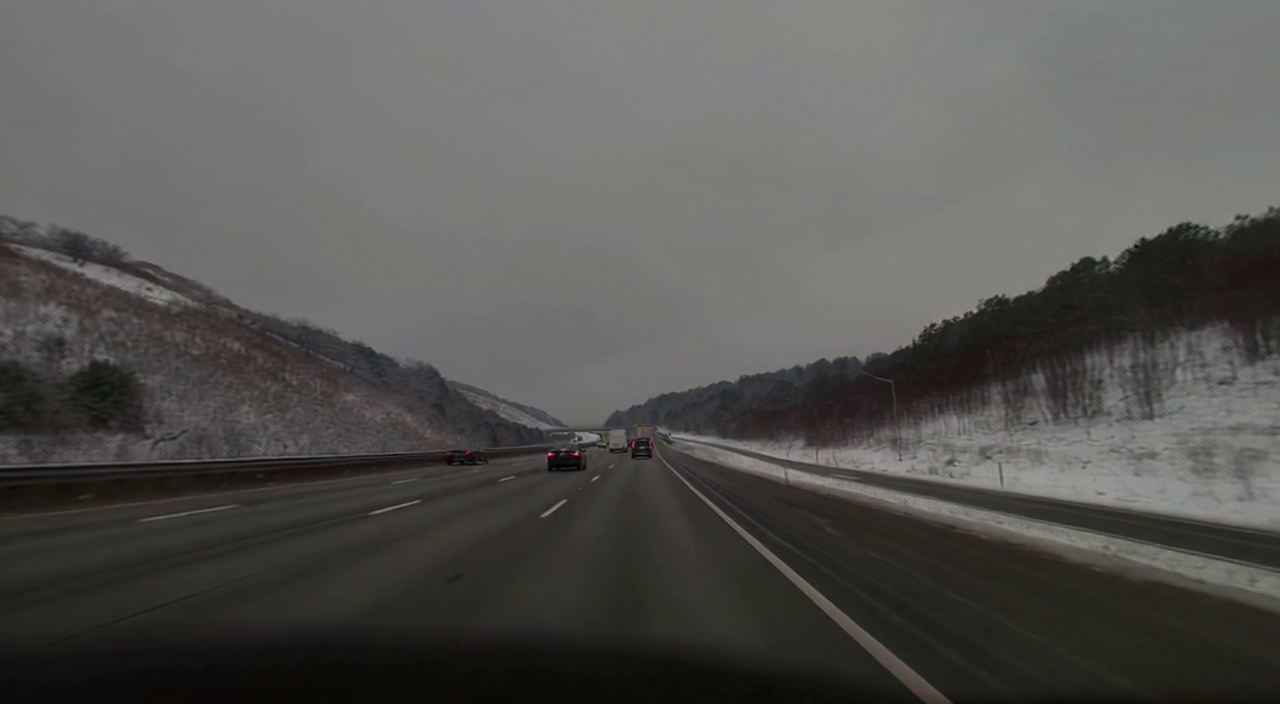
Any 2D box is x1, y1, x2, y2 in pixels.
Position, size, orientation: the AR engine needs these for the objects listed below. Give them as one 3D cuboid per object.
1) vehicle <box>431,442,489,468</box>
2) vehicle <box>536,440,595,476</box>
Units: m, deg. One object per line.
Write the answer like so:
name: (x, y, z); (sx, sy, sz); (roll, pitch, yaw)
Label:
vehicle: (-10.717, 6.164, 38.006); (1.945, 1.466, 4.947); (0, -8, 1)
vehicle: (-3.392, 4.921, 29.609); (2.080, 1.505, 4.649); (-1, -8, 1)
